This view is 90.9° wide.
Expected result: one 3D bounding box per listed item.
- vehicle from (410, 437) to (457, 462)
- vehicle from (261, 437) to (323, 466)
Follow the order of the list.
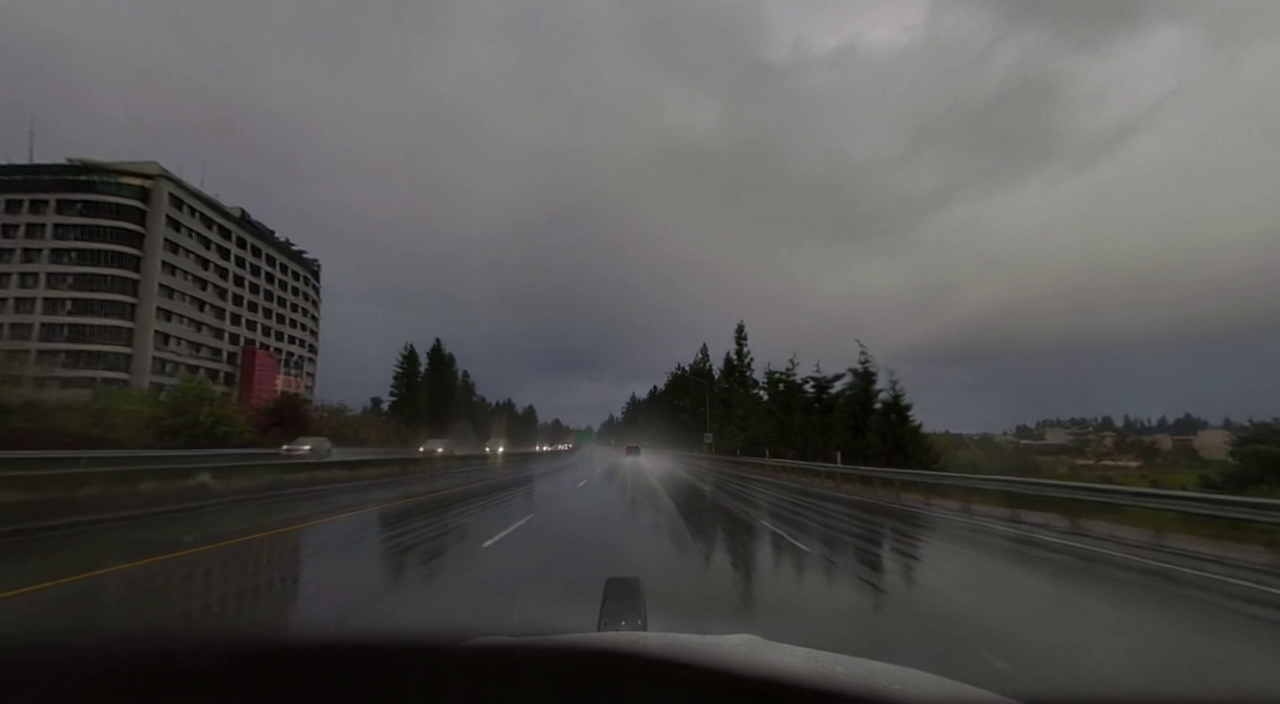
[{"bbox_3d":[-14.792,7.003,45.309,1.922,1.655,4.410,0,-9,-1],"label":"vehicle"},{"bbox_3d":[-22.369,6.398,40.671,1.746,1.777,4.125,0,-9,-2],"label":"vehicle"}]
